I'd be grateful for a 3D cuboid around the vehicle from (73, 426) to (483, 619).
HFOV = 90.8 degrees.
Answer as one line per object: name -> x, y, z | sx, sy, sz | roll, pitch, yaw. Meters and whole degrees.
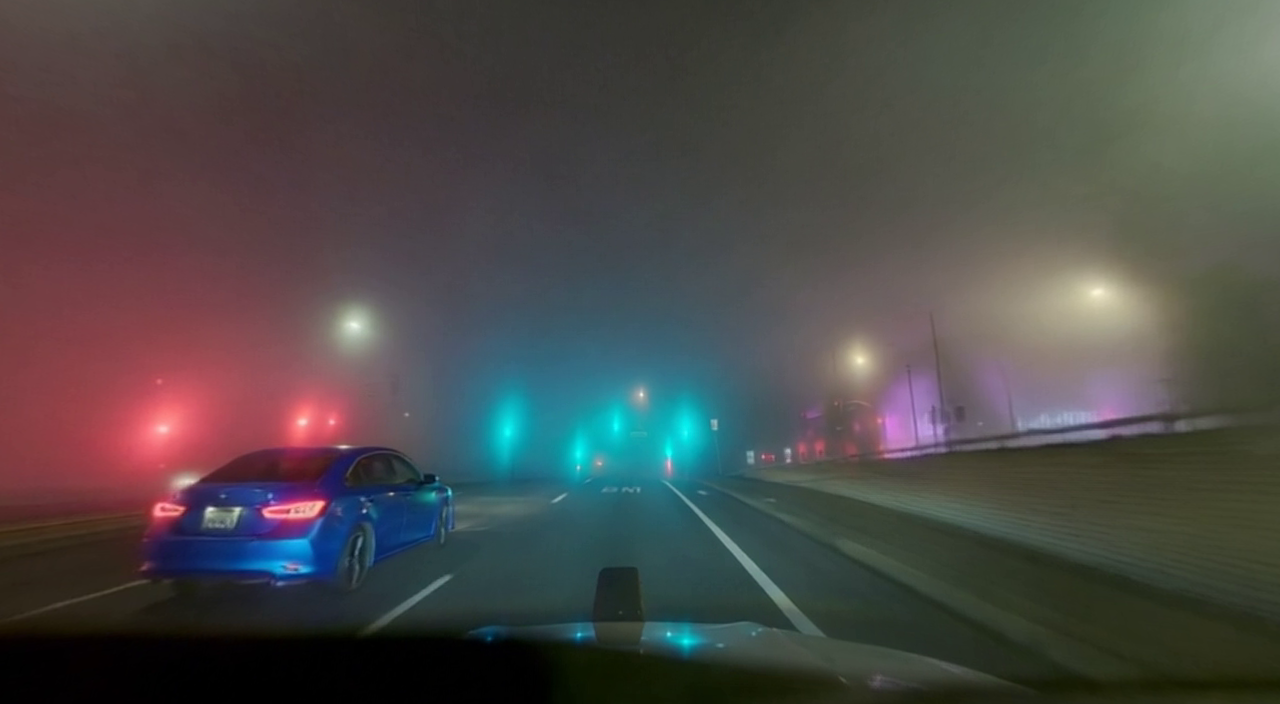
vehicle -> -3.341, 1.642, 7.097 | 2.041, 1.470, 4.290 | 0, -9, 0
